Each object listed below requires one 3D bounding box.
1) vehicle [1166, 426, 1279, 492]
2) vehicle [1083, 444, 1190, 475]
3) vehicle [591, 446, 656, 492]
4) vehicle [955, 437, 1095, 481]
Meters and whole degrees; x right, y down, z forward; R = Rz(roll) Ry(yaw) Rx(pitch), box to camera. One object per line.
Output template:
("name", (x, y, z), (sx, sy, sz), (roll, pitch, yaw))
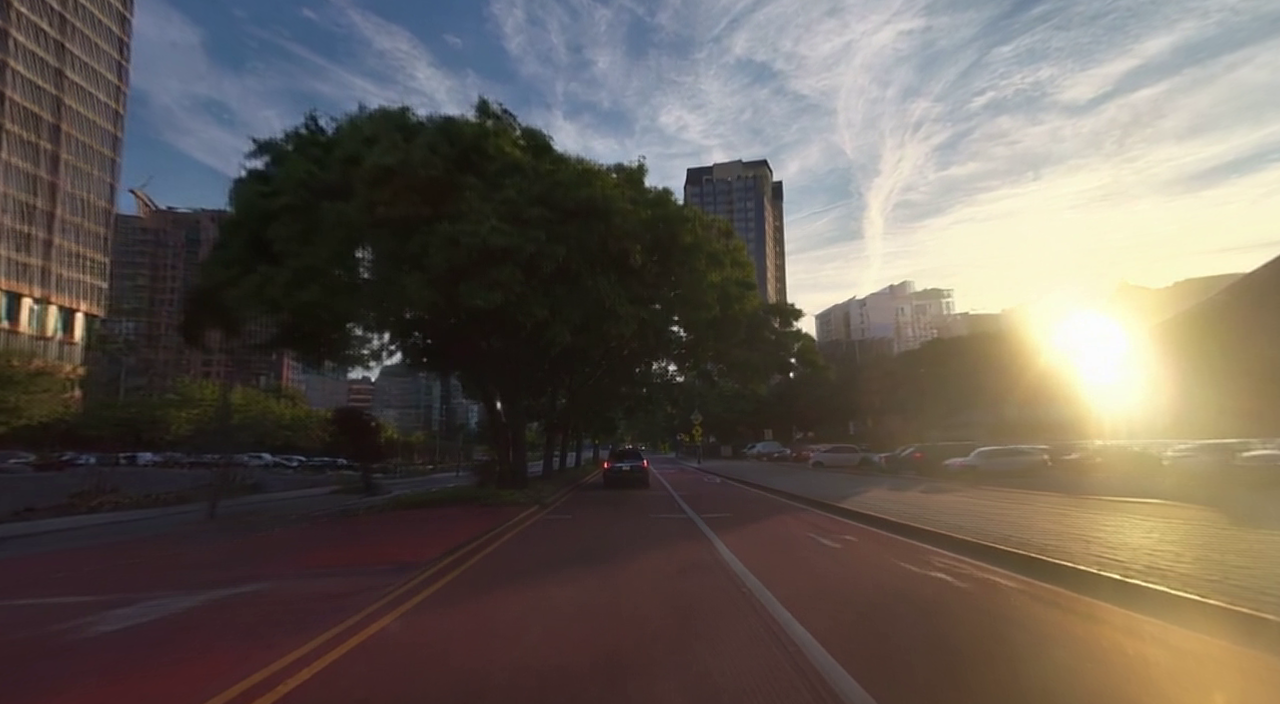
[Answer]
("vehicle", (15.246, 2.543, 15.080), (1.913, 1.470, 3.714), (0, -9, -3))
("vehicle", (24.005, 5.199, 30.567), (3.561, 1.455, 1.860), (0, -9, 0))
("vehicle", (-0.600, 4.097, 22.385), (2.063, 1.442, 4.135), (0, -9, -2))
("vehicle", (14.476, 4.023, 23.882), (4.003, 1.476, 1.884), (-2, -8, 2))
